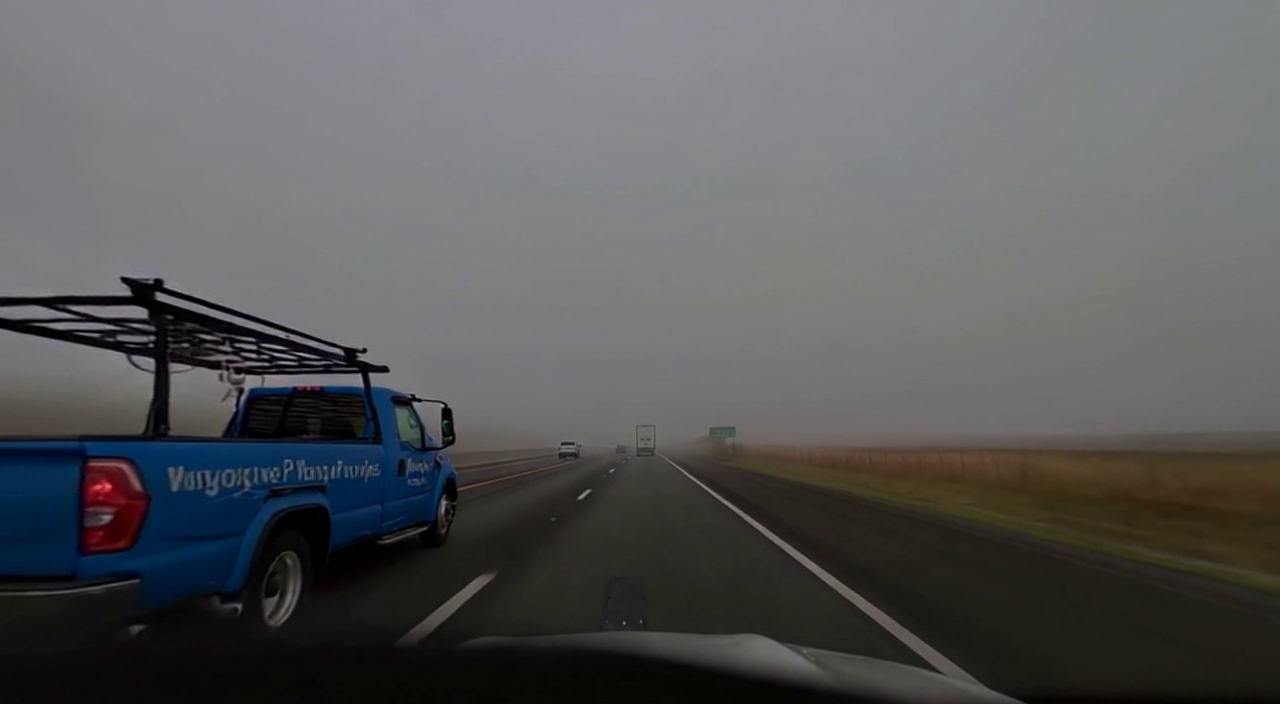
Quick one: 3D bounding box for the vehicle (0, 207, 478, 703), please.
[{"bbox_3d":[-3.775,1.066,5.676,2.791,2.330,6.725,0,-8,0],"label":"vehicle"}]
